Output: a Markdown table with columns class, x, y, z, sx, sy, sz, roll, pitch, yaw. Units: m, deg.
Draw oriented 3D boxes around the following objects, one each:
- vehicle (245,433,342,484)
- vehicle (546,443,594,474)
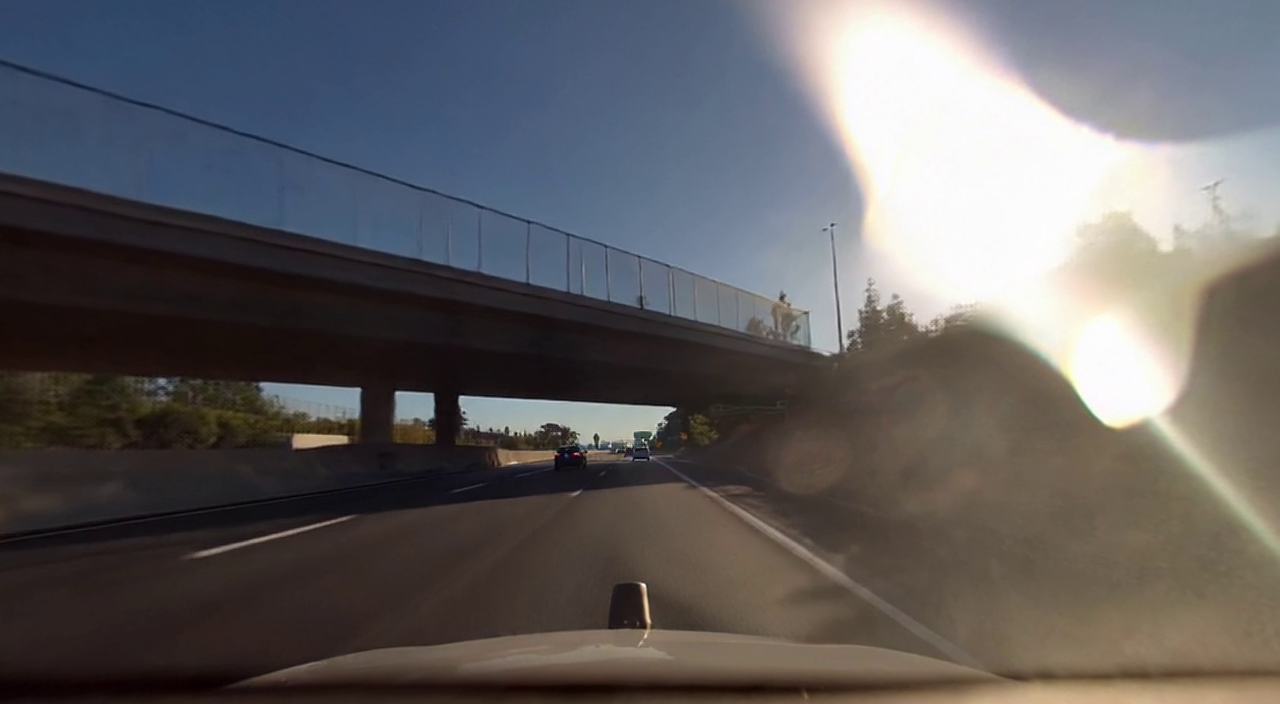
| class | x | y | z | sx | sy | sz | roll | pitch | yaw |
| --- | --- | --- | --- | --- | --- | --- | --- | --- | --- |
| vehicle | -24.894 | 7.678 | 45.859 | 2.650 | 3.318 | 7.600 | 0 | -9 | 1 |
| vehicle | -4.184 | 6.466 | 38.432 | 2.272 | 1.759 | 5.058 | 0 | -9 | 1 |
